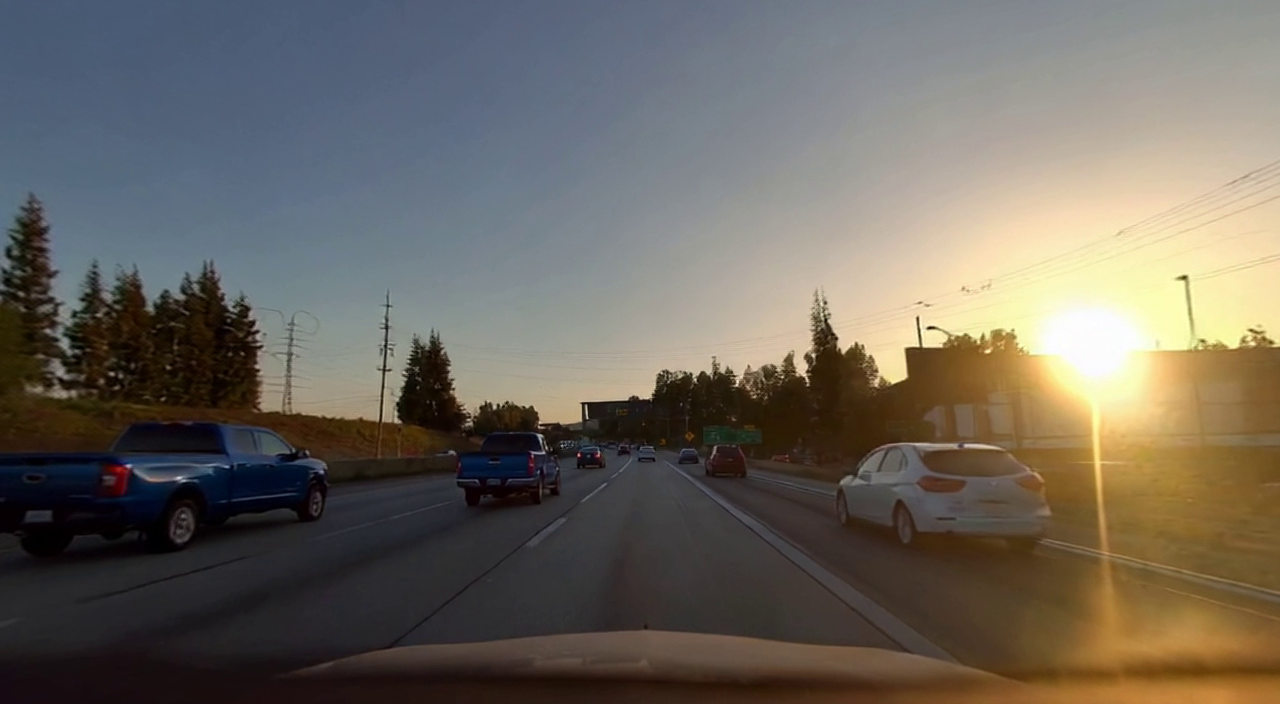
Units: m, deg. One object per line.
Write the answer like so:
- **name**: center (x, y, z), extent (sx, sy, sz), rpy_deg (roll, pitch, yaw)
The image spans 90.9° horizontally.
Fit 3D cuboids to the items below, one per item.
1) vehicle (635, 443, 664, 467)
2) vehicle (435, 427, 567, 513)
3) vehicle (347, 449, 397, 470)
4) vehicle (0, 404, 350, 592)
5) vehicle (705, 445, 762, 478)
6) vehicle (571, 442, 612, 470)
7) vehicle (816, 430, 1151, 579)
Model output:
- **vehicle**: center (0.669, 7.503, 46.136), extent (2.080, 1.682, 4.150), rpy_deg (0, -8, 0)
- **vehicle**: center (-3.170, 2.797, 15.484), extent (2.146, 1.775, 4.553), rpy_deg (0, -8, 1)
- **vehicle**: center (-20.208, 8.114, 47.717), extent (1.824, 1.439, 4.318), rpy_deg (0, -8, 0)
- **vehicle**: center (-6.489, 1.796, 8.764), extent (2.428, 1.812, 5.131), rpy_deg (0, -8, 1)
- **vehicle**: center (4.454, 5.278, 30.777), extent (2.072, 1.456, 4.537), rpy_deg (0, -8, -1)
- **vehicle**: center (-3.058, 6.708, 40.941), extent (2.209, 1.714, 4.576), rpy_deg (0, -8, 1)
- **vehicle**: center (4.138, 1.893, 8.723), extent (2.111, 1.498, 4.466), rpy_deg (0, -8, 0)
